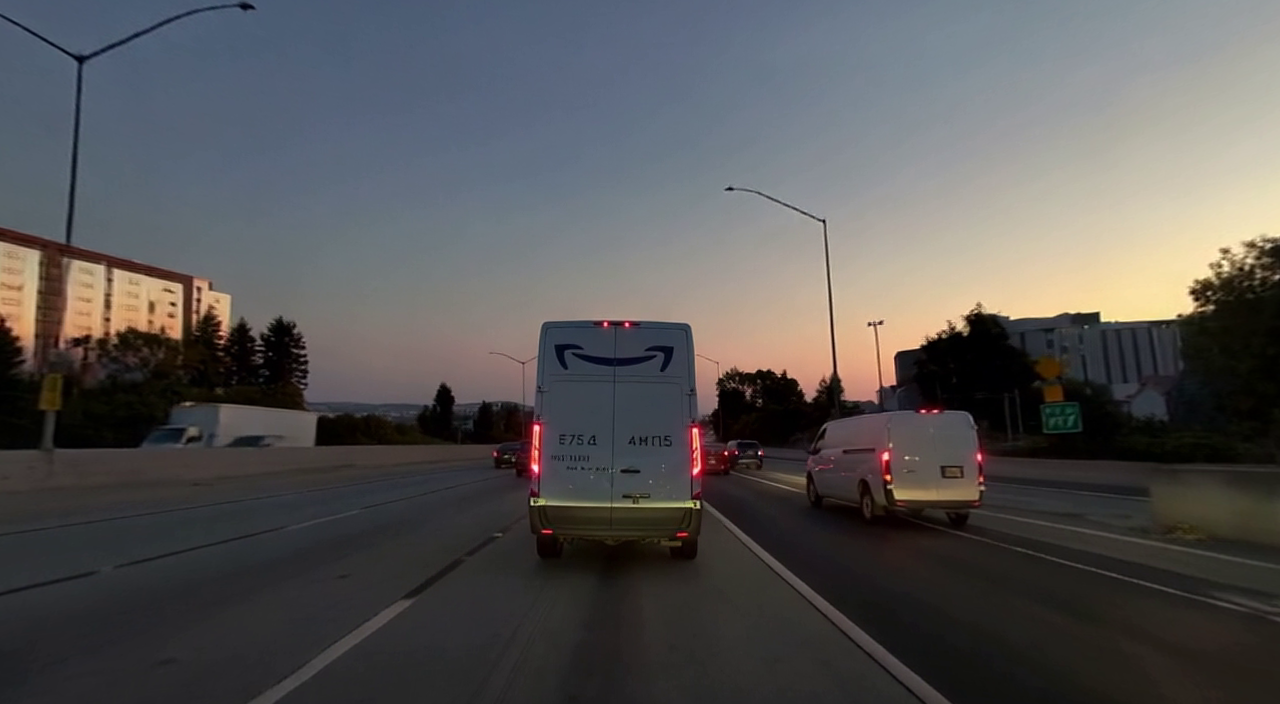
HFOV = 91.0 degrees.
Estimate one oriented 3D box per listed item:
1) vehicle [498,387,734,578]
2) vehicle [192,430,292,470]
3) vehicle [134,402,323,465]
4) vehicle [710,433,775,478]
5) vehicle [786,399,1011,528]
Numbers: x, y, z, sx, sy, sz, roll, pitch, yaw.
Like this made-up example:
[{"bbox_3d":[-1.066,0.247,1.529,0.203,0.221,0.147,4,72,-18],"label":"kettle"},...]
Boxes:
[{"bbox_3d":[-0.181,1.586,8.371,2.287,1.823,4.369,0,-9,1],"label":"vehicle"},{"bbox_3d":[-16.088,3.986,25.668,1.619,1.467,3.619,0,-8,1],"label":"vehicle"},{"bbox_3d":[-29.448,6.257,47.000,2.891,3.833,16.639,0,-9,0],"label":"vehicle"},{"bbox_3d":[4.238,4.375,26.788,2.064,1.720,4.416,0,-9,0],"label":"vehicle"},{"bbox_3d":[4.696,2.148,12.635,2.179,1.999,5.331,1,-9,-1],"label":"vehicle"}]
